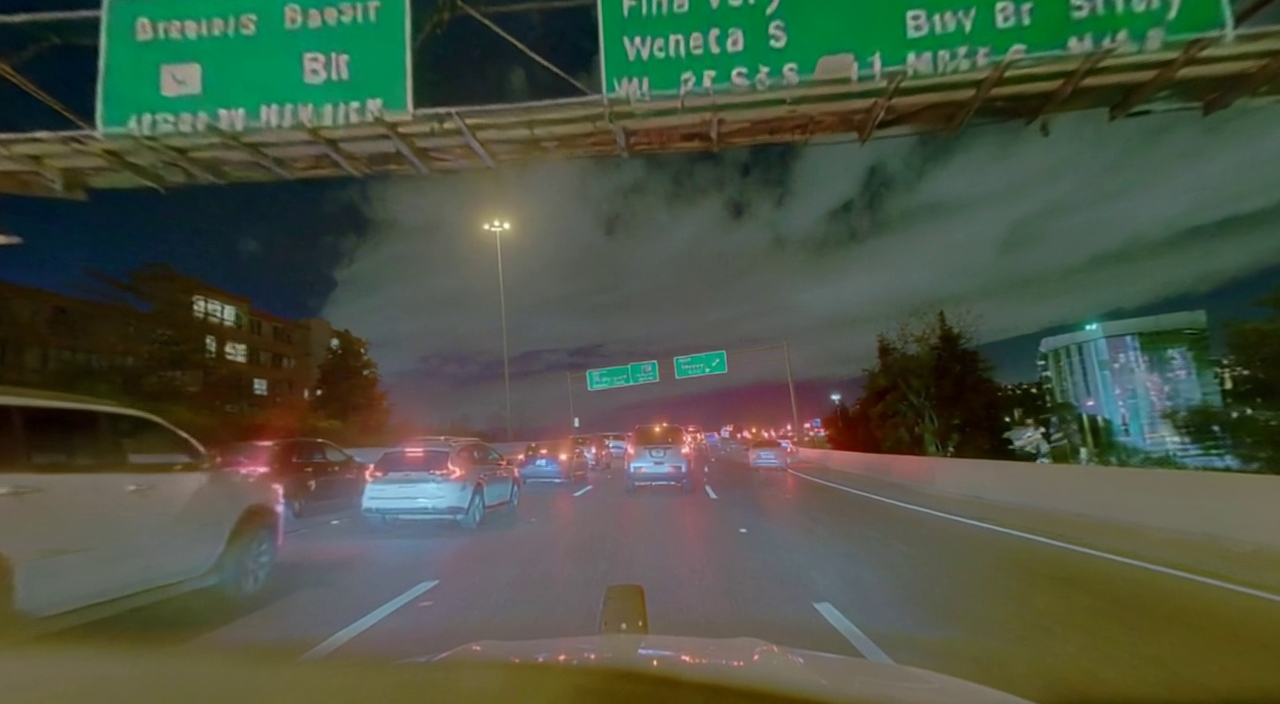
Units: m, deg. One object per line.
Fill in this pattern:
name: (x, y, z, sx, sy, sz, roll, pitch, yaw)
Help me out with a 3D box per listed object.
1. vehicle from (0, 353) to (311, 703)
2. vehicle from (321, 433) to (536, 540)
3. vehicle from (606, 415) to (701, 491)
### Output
vehicle: (-4.207, 1.079, 4.106, 1.850, 1.862, 4.150, 0, -9, 0)
vehicle: (-3.420, 2.282, 11.491, 1.998, 1.494, 5.020, 0, -9, 3)
vehicle: (0.524, 3.213, 20.342, 2.616, 2.063, 5.933, 0, -9, 3)
